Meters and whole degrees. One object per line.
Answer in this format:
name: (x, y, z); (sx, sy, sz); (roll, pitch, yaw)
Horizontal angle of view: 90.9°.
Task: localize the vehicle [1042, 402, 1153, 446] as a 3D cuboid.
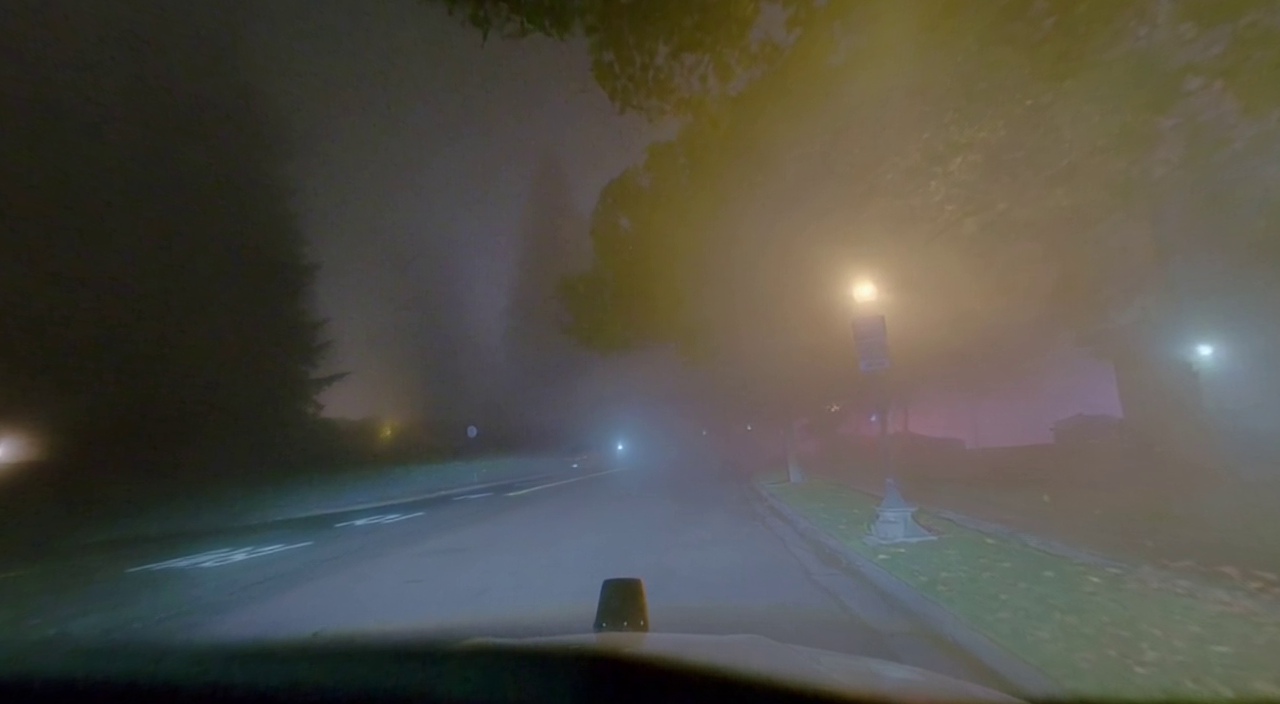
vehicle: (18.501, 3.009, 25.762); (1.806, 1.481, 4.671); (-6, -9, 12)
